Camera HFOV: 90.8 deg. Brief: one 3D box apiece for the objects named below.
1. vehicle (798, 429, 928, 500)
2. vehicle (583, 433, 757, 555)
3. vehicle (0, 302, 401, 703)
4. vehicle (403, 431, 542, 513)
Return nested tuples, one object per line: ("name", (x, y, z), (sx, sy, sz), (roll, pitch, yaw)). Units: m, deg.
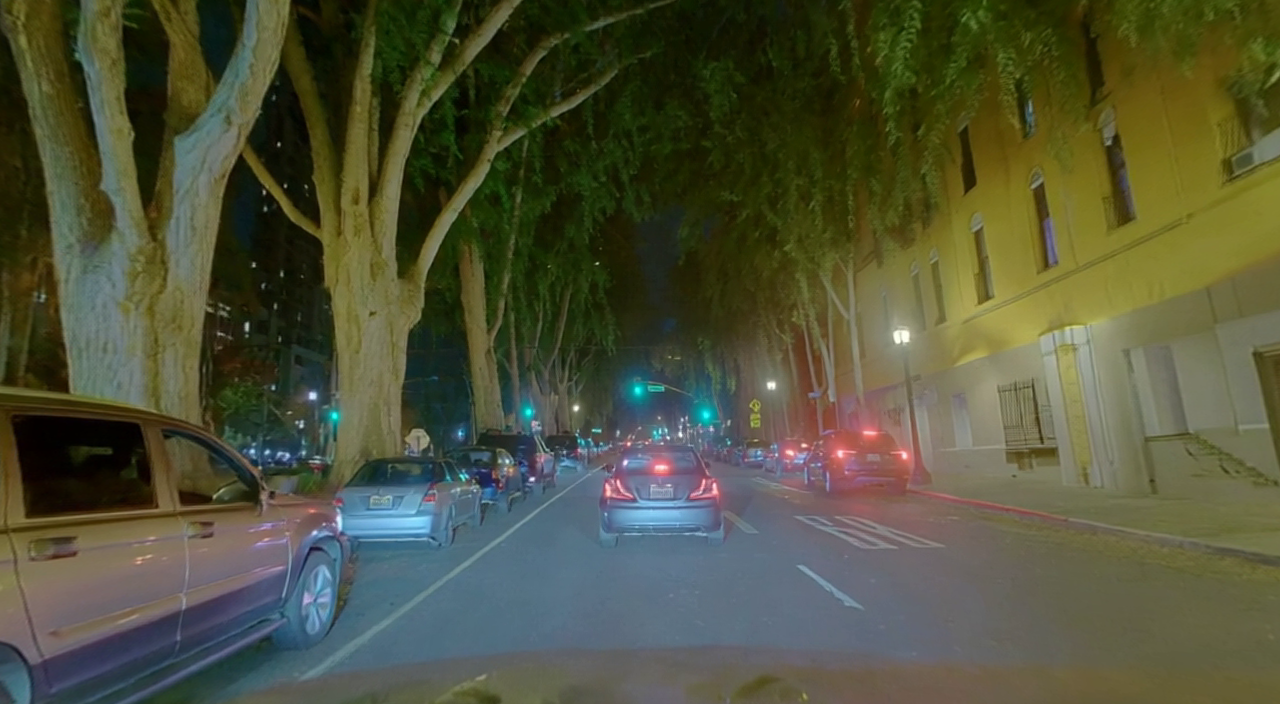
("vehicle", (6.340, 3.253, 18.676), (2.025, 1.808, 4.579), (0, -9, -2))
("vehicle", (0.268, 1.993, 9.578), (2.095, 1.438, 3.843), (0, -9, -3))
("vehicle", (-3.270, 0.932, 3.398), (2.152, 1.802, 4.628), (0, -9, 0))
("vehicle", (-3.509, 2.613, 14.245), (1.901, 1.522, 4.556), (0, -9, 0))
